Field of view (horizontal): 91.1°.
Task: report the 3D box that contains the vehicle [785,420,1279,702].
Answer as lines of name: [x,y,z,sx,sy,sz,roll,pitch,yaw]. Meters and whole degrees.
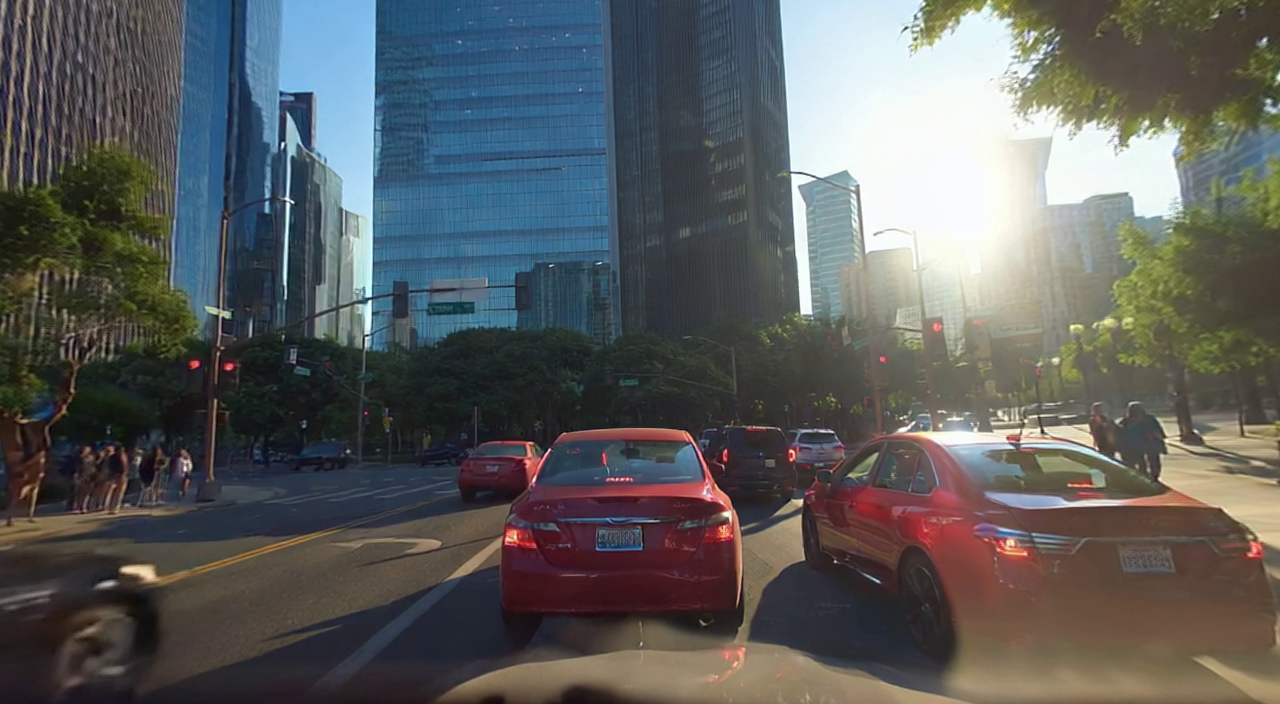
vehicle: [2.757,1.405,5.443,1.952,1.464,4.165,0,-8,-1]

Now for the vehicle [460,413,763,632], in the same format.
vehicle: [-0.268,1.469,6.411,2.072,1.476,4.078,0,-8,-2]

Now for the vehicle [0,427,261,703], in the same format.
vehicle: [-3.462,0.906,1.726,1.957,1.427,4.531,0,-8,1]

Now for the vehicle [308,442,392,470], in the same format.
vehicle: [-16.780,6.009,36.390,4.265,1.531,1.857,-3,-9,20]
